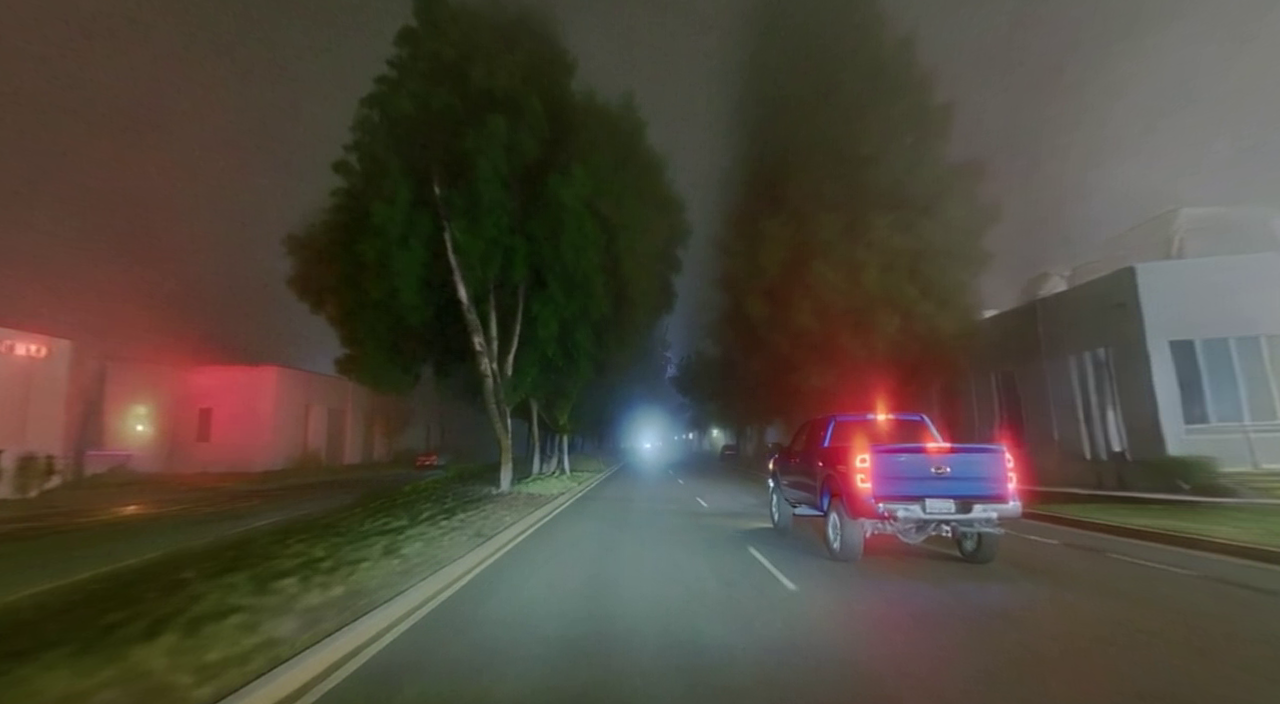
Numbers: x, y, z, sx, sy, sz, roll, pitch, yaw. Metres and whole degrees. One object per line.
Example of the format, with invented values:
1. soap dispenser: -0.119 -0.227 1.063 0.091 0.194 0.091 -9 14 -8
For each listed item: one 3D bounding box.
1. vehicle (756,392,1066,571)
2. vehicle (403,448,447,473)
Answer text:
1. vehicle: 3.300 1.732 9.239 2.085 1.828 5.383 0 -8 -1
2. vehicle: -16.115 8.110 47.385 1.913 1.734 4.357 0 -8 -2
